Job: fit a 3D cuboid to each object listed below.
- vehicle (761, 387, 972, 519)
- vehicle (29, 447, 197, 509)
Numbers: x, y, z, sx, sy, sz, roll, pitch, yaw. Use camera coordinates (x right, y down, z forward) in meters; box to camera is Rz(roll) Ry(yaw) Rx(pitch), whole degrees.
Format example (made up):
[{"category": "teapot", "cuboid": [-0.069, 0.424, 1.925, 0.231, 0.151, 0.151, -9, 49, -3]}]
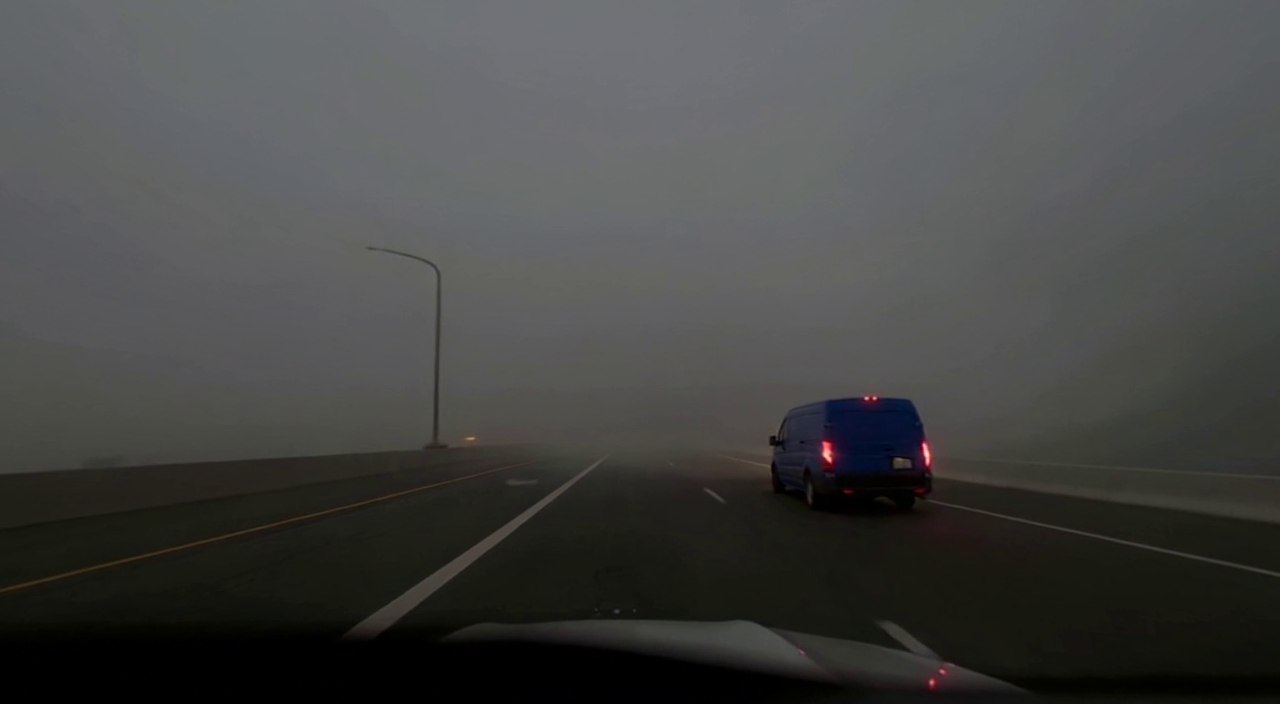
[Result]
[{"category": "vehicle", "cuboid": [3.921, 1.864, 12.016, 2.161, 2.002, 4.631, 0, -8, -1]}, {"category": "vehicle", "cuboid": [-15.050, 3.564, 18.276, 1.798, 1.531, 3.578, 0, -8, -1]}]
